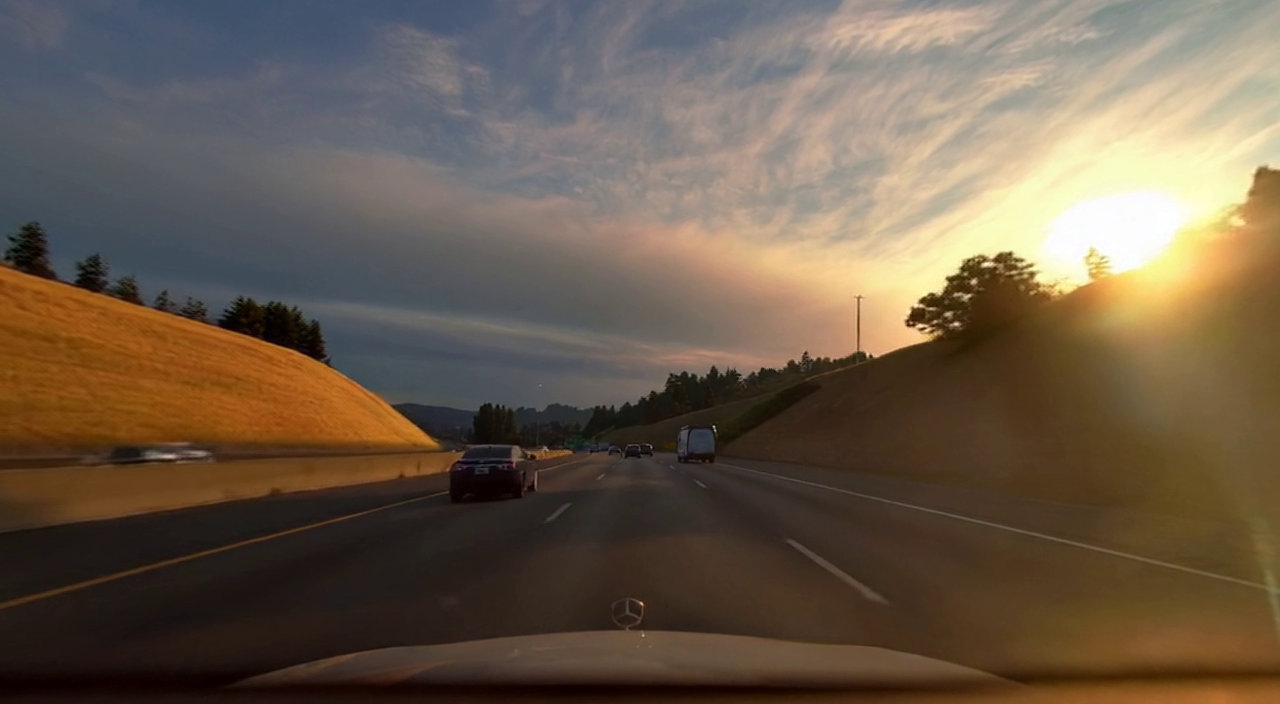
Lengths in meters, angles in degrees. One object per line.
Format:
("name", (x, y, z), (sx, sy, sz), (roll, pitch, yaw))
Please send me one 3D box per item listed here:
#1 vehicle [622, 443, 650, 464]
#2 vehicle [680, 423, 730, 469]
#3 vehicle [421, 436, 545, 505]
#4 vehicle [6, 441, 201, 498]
("vehicle", (-0.327, 7.797, 48.422), (2.007, 1.456, 3.719), (0, -9, -1))
("vehicle", (3.915, 5.849, 39.174), (2.361, 2.636, 5.684), (0, -9, -1))
("vehicle", (-3.855, 3.017, 16.380), (2.054, 1.529, 4.368), (0, -9, 1))
("vehicle", (-15.838, 3.481, 19.035), (1.846, 1.489, 4.623), (0, -9, -1))
